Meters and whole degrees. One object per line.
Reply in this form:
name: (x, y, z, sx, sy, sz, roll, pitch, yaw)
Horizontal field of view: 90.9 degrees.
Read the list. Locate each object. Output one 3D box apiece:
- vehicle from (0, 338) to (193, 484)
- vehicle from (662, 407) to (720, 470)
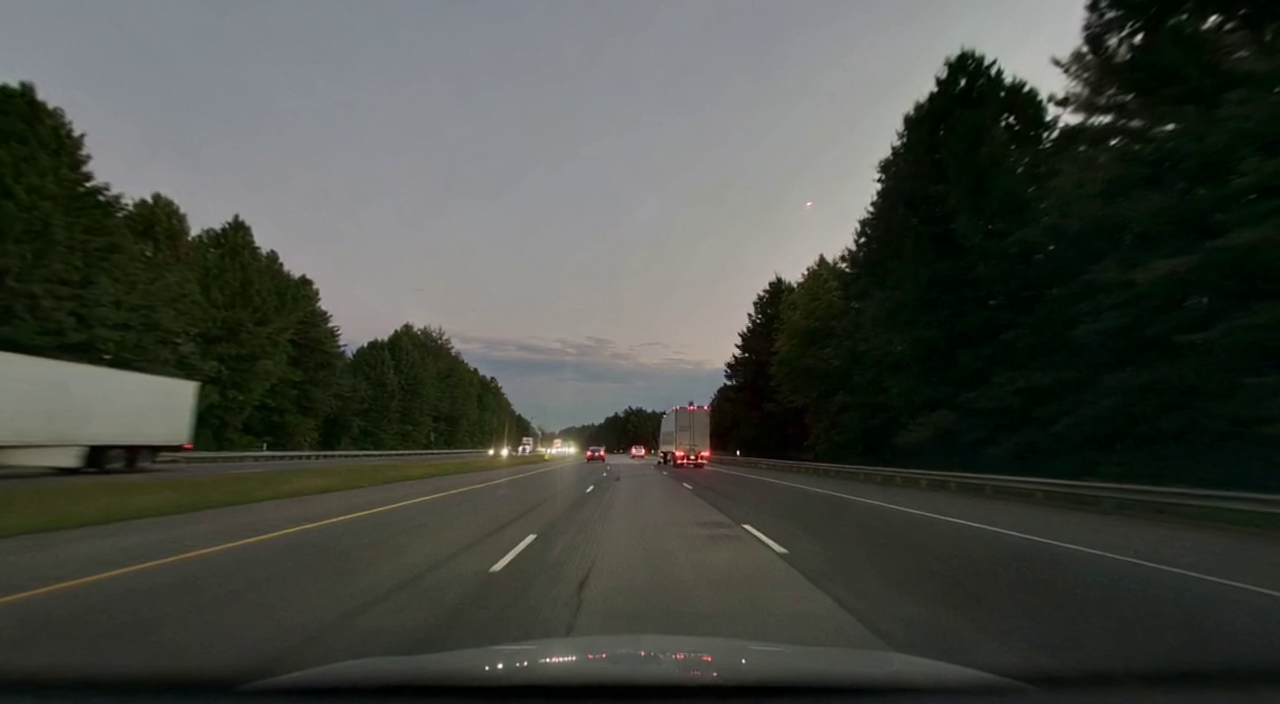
vehicle: (-19.648, 1.797, 18.674, 2.950, 4.110, 13.491, 0, -9, 0)
vehicle: (3.495, 6.557, 47.095, 2.950, 4.033, 13.276, 0, -9, -1)
